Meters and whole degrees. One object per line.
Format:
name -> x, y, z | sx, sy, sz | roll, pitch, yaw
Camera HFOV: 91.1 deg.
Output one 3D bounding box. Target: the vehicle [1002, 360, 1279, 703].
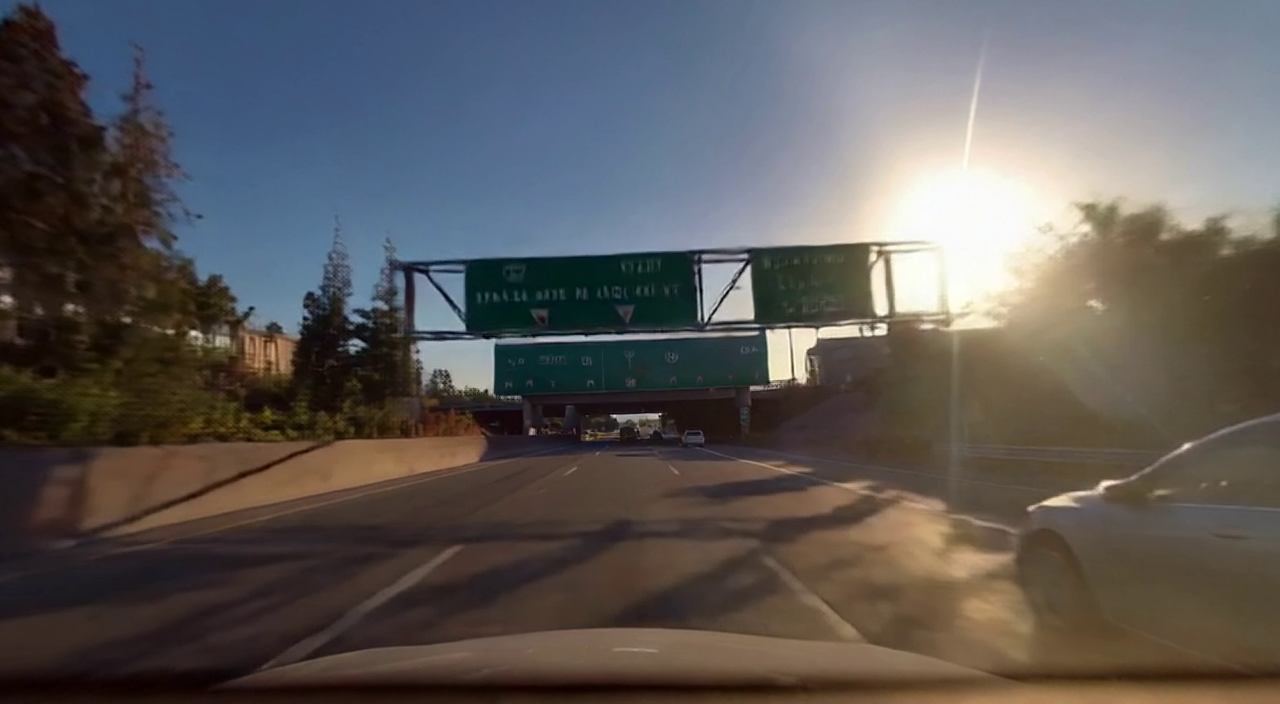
vehicle -> 3.476, 0.793, 2.239 | 1.973, 1.563, 3.959 | 0, -8, 0
